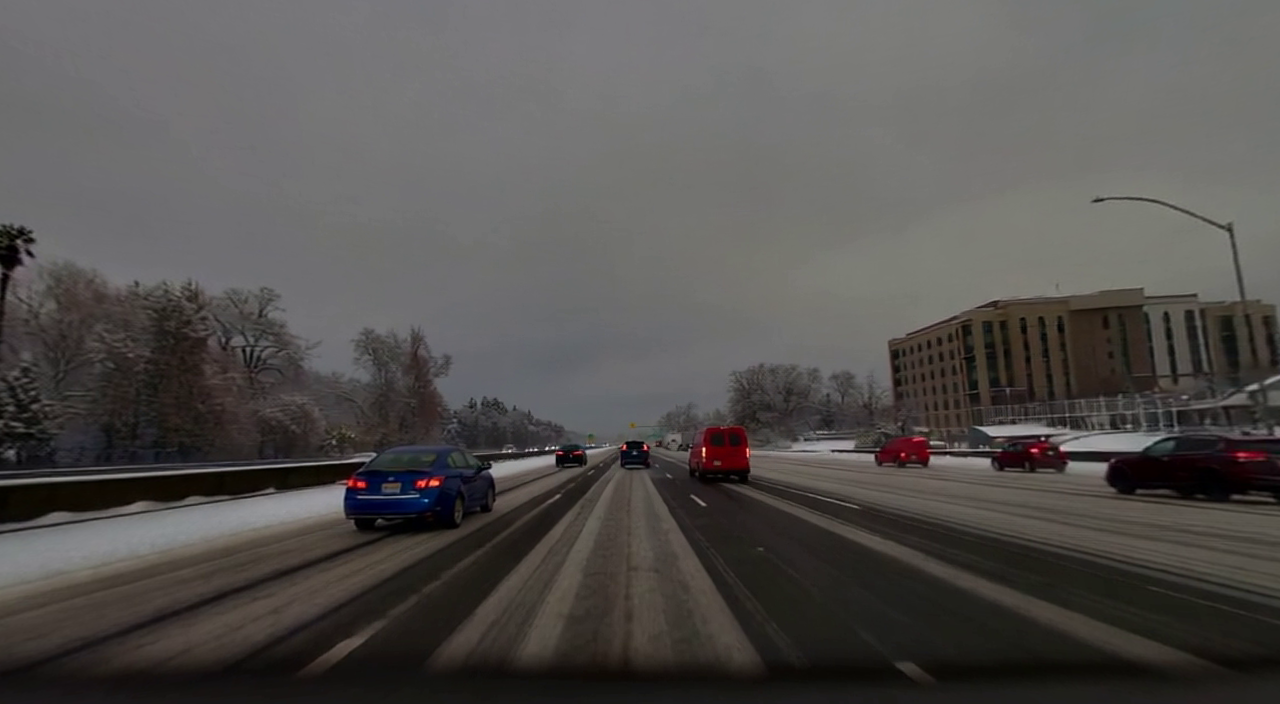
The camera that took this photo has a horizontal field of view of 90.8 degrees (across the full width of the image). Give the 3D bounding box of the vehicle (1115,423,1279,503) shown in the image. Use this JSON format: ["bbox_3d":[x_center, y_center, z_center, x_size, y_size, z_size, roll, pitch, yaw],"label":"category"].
[{"bbox_3d":[15.170,2.796,16.222,2.104,1.746,5.084,0,-9,2],"label":"vehicle"}]

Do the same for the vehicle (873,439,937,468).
[{"bbox_3d":[16.458,6.333,39.493,2.010,1.721,4.871,0,-9,2],"label":"vehicle"}]

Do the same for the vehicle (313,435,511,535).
[{"bbox_3d":[-3.848,2.321,11.649,1.991,1.469,4.381,0,-9,0],"label":"vehicle"}]

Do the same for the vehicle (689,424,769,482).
[{"bbox_3d":[3.410,4.061,25.562,2.250,2.074,5.723,0,-9,-2],"label":"vehicle"}]

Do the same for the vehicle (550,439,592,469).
[{"bbox_3d":[-4.342,6.532,40.528,2.109,1.793,4.613,0,-9,1],"label":"vehicle"}]

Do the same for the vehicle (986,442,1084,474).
[{"bbox_3d":[19.792,5.318,31.945,2.020,1.483,4.779,0,-9,2],"label":"vehicle"}]

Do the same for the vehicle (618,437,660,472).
[{"bbox_3d":[-0.085,5.672,35.070,2.212,1.786,4.198,0,-9,-1],"label":"vehicle"}]
